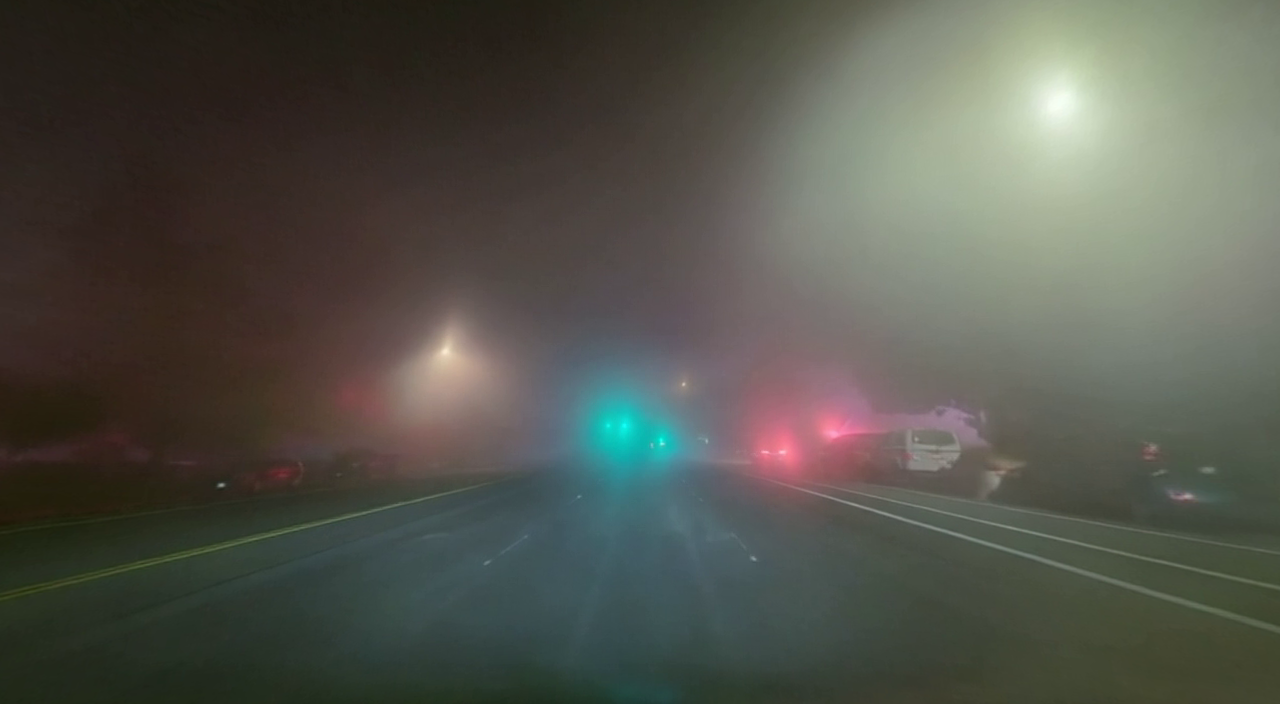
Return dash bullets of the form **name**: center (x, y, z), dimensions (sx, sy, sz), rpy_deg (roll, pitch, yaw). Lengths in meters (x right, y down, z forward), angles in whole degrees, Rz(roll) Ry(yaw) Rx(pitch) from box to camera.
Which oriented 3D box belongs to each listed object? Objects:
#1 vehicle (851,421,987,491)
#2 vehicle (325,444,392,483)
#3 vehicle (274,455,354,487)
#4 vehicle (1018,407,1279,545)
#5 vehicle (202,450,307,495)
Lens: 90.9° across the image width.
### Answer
- **vehicle**: center (9.704, 3.712, 22.643), dimensions (2.115, 2.151, 5.826), rpy_deg (1, -9, -1)
- **vehicle**: center (-16.847, 6.647, 37.968), dimensions (2.046, 1.945, 4.688), rpy_deg (-1, -7, -2)
- **vehicle**: center (-16.825, 6.147, 32.848), dimensions (1.740, 1.442, 4.678), rpy_deg (-1, -8, -1)
- **vehicle**: center (9.649, 2.166, 11.663), dimensions (2.088, 1.973, 5.003), rpy_deg (0, -8, -1)
- **vehicle**: center (-16.970, 5.272, 28.062), dimensions (1.913, 1.744, 4.478), rpy_deg (-1, -8, -2)
